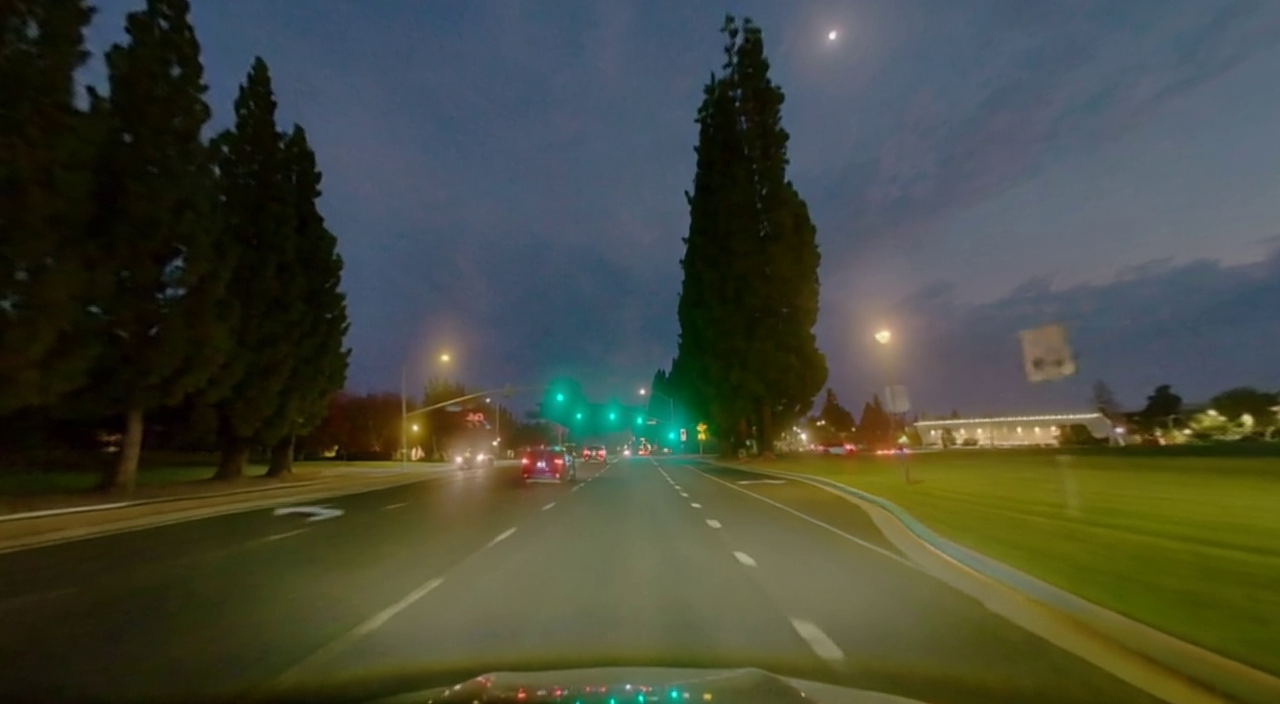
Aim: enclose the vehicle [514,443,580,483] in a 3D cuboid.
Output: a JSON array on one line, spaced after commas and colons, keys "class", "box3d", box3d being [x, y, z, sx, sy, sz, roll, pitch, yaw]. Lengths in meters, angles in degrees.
[{"class": "vehicle", "box3d": [-3.603, 4.357, 25.201, 1.932, 1.431, 4.144, 0, -9, 1]}]
